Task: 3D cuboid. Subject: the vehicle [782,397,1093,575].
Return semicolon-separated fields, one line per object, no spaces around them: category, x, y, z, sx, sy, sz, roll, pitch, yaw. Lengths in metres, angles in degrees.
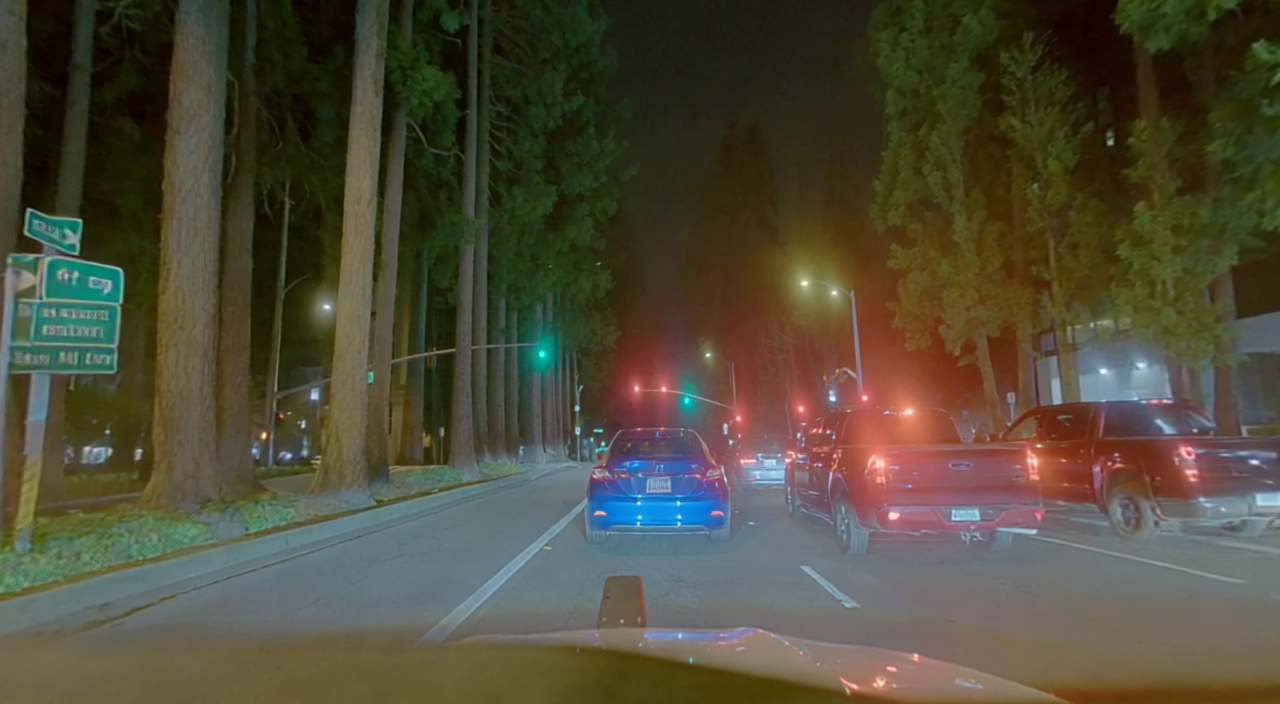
vehicle;3.391;1.631;8.377;2.099;1.725;4.290;0;-8;1

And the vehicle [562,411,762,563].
vehicle;0.245;1.775;8.964;2.168;1.641;4.039;0;-8;0
